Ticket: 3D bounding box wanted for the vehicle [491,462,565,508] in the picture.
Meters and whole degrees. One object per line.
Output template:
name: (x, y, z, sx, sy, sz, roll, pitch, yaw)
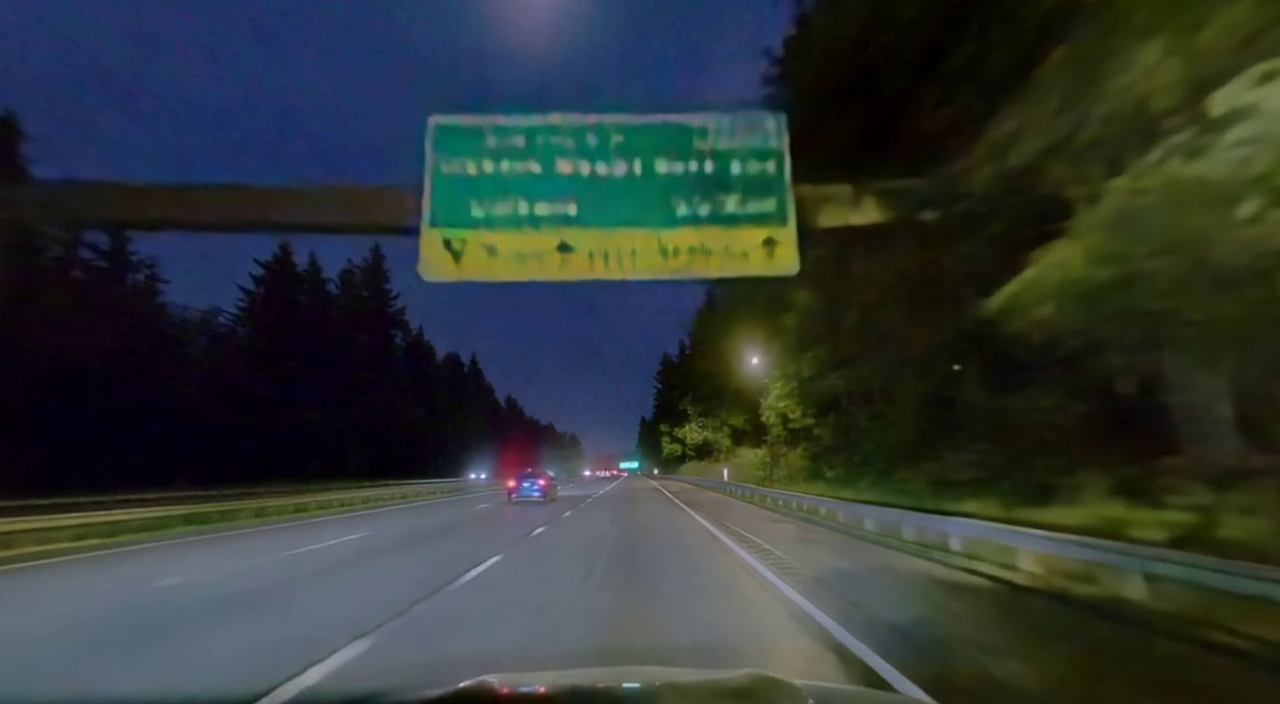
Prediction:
vehicle: (-4.102, 4.959, 23.724, 1.954, 1.509, 4.094, 1, -10, 1)
